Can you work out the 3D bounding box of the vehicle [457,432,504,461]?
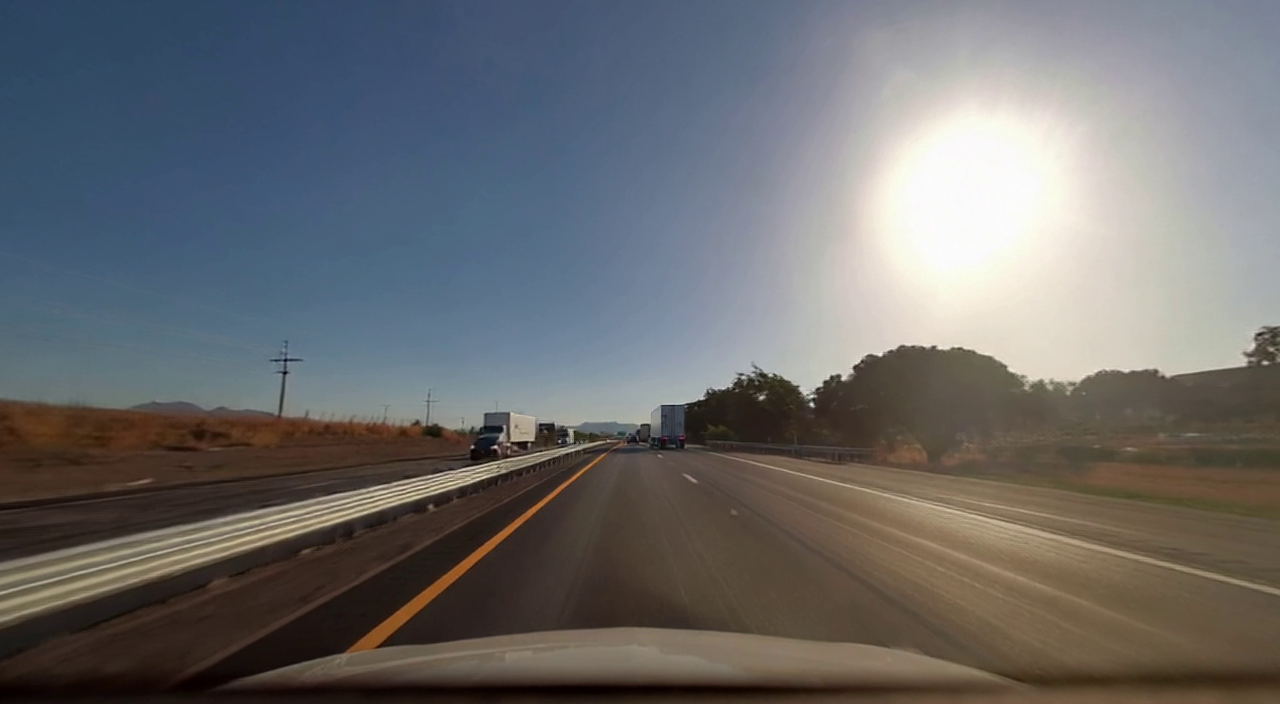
[{"bbox_3d":[-11.030,6.519,43.746,2.007,1.888,4.537,0,-8,1],"label":"vehicle"}]
